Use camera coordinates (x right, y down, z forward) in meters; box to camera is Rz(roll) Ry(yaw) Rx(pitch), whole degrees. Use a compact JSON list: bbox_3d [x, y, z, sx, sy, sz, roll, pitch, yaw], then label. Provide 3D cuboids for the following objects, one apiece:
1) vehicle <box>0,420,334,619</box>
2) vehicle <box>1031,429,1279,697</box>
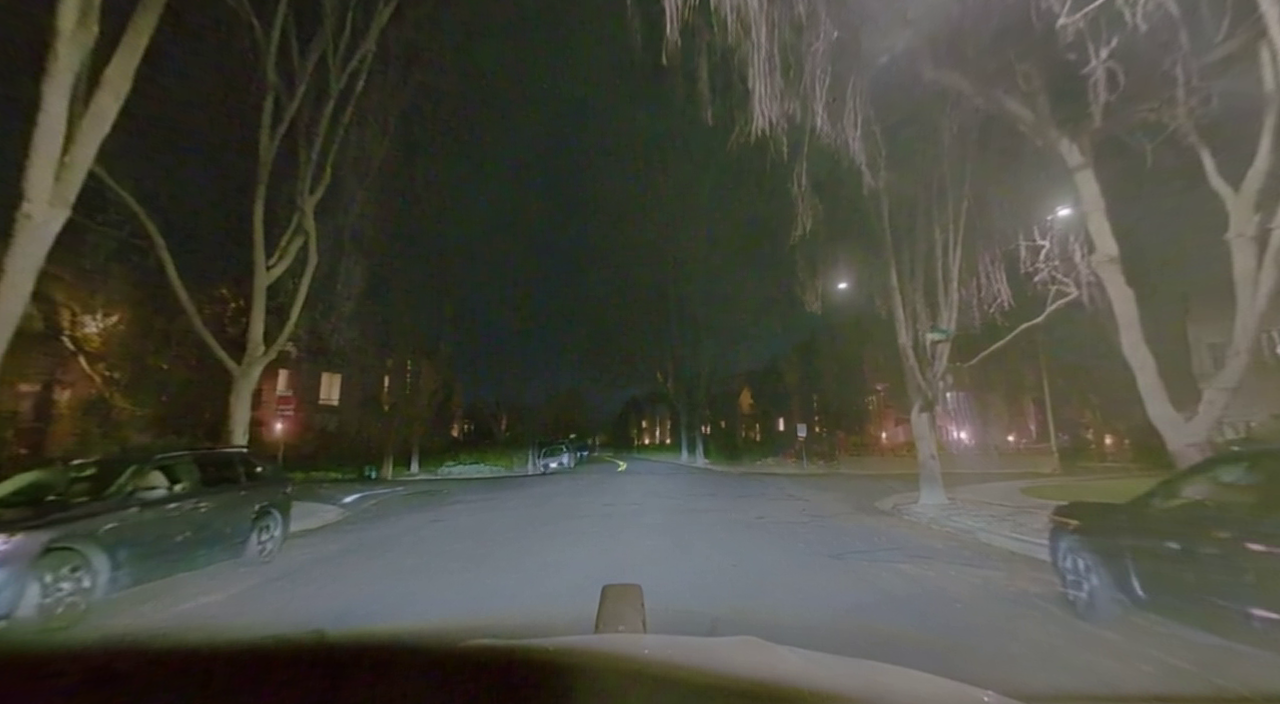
[{"bbox_3d":[-5.516,1.687,6.712,1.943,1.433,4.717,-6,-10,3],"label":"vehicle"},{"bbox_3d":[4.335,1.110,3.149,1.931,1.395,4.793,1,-8,4],"label":"vehicle"}]
